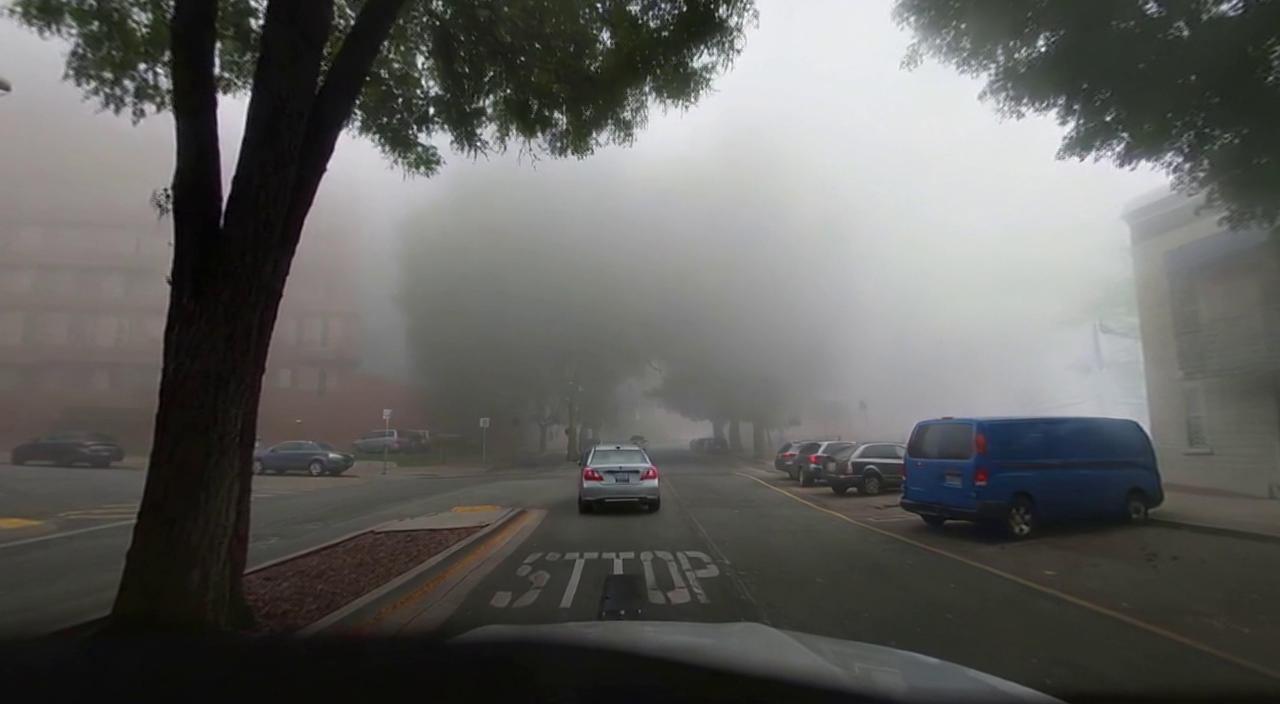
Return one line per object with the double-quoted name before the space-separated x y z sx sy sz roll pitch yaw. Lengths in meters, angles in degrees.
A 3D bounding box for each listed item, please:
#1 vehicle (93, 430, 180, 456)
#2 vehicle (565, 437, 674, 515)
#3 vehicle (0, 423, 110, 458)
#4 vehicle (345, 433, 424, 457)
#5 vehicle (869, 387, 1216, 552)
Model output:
"vehicle" -31.798 5.732 39.944 3.915 1.574 1.850 0 -8 4
"vehicle" -0.542 2.677 14.226 2.065 1.450 4.522 1 -8 -4
"vehicle" -31.812 4.801 34.065 4.438 1.814 2.044 0 -8 -1
"vehicle" -18.387 6.686 45.609 4.892 1.679 1.927 1 -8 -6
"vehicle" 6.653 1.837 10.411 5.385 2.146 2.143 4 -9 -25
